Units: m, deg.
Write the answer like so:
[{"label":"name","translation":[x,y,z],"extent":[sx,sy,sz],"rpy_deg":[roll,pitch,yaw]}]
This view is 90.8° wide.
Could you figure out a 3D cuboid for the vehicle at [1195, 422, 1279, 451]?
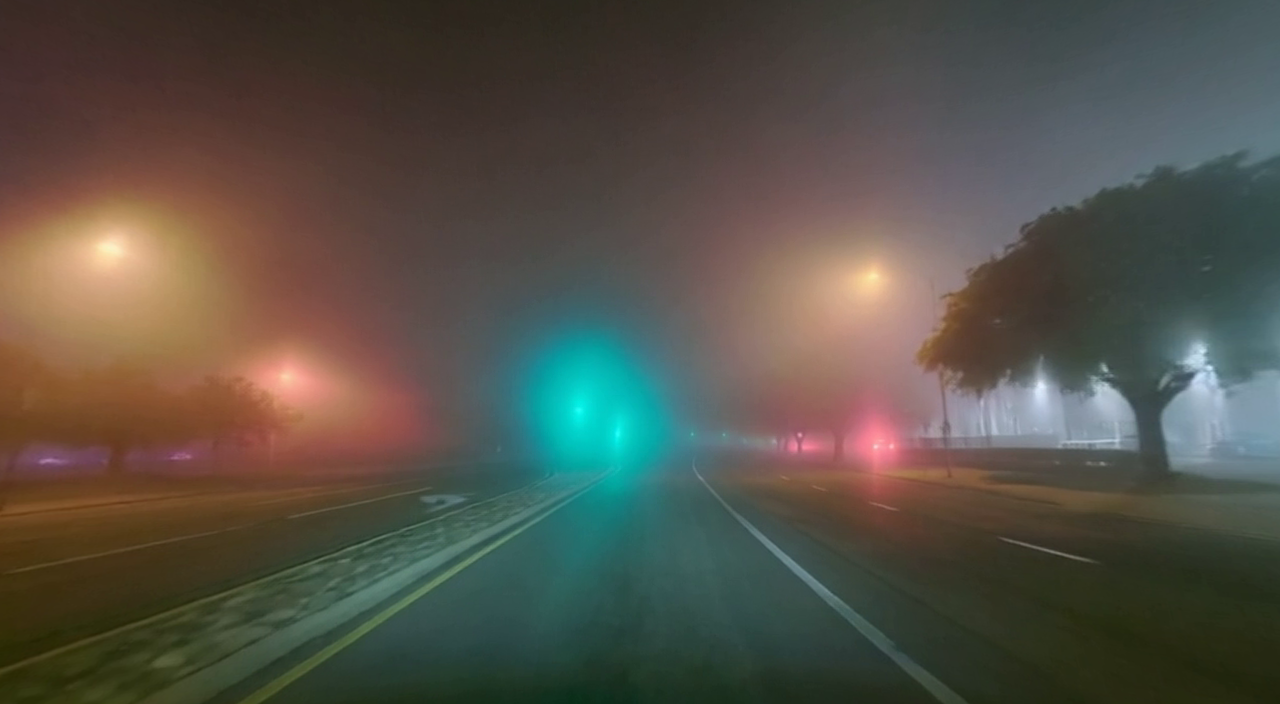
[{"label":"vehicle","translation":[35.161,4.971,36.959],"extent":[3.934,1.500,1.956],"rpy_deg":[0,-9,-13]}]

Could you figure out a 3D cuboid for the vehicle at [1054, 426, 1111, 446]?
[{"label":"vehicle","translation":[33.141,6.305,47.291],"extent":[3.328,1.385,1.570],"rpy_deg":[1,-9,-14]}]

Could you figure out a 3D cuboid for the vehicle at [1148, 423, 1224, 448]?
[{"label":"vehicle","translation":[33.871,5.203,39.224],"extent":[3.693,1.473,1.643],"rpy_deg":[2,-8,-14]}]
